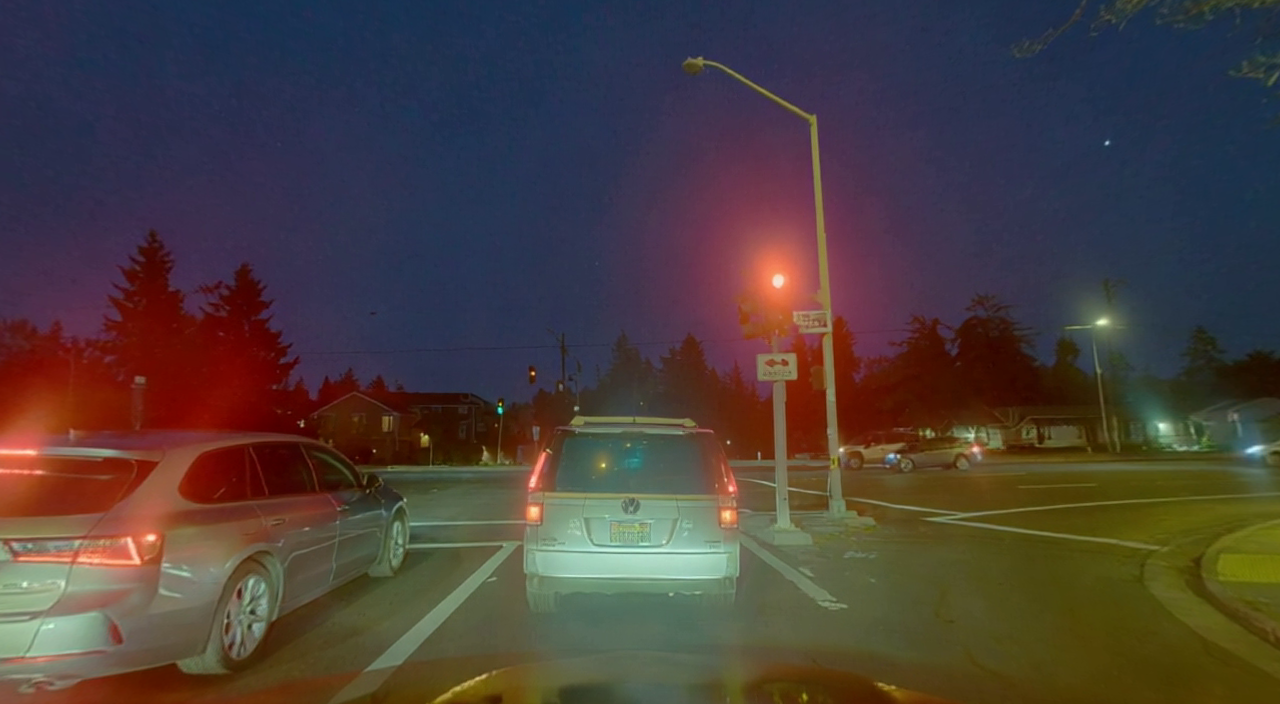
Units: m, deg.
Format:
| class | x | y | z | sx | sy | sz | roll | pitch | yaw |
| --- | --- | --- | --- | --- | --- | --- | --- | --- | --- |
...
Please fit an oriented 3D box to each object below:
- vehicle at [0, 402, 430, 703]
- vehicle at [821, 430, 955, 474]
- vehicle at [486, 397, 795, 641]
| class | x | y | z | sx | sy | sz | roll | pitch | yaw |
| --- | --- | --- | --- | --- | --- | --- | --- | --- | --- |
| vehicle | -3.291 | 1.273 | 4.711 | 2.035 | 1.492 | 4.415 | 0 | -9 | -2 |
| vehicle | 10.481 | 4.260 | 27.019 | 4.887 | 1.769 | 2.035 | -1 | -9 | 6 |
| vehicle | -0.136 | 1.469 | 6.559 | 2.154 | 1.670 | 4.140 | 1 | -9 | -4 |
